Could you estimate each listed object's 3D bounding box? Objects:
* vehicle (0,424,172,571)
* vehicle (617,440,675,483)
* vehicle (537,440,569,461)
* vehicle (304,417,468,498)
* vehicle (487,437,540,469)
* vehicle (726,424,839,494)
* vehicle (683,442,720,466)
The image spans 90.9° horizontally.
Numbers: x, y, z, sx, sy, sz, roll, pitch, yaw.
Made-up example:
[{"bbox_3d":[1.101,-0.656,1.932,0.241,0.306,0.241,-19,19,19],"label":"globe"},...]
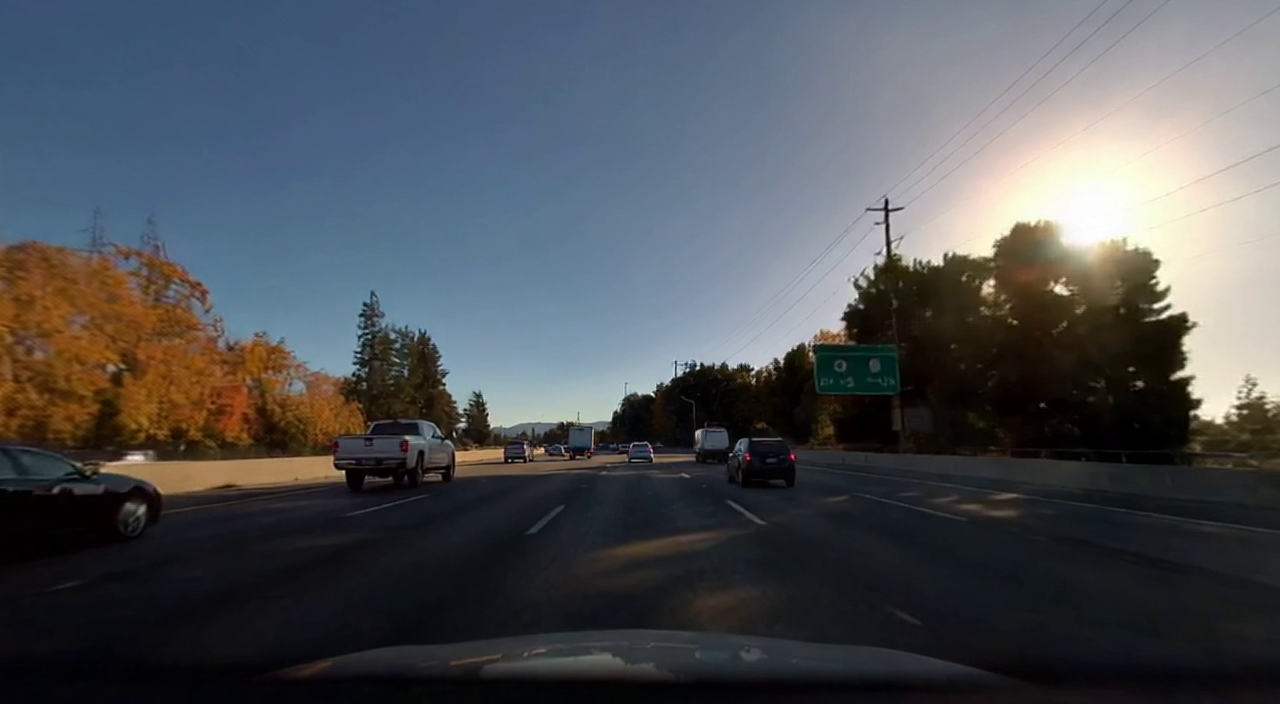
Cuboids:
[{"bbox_3d":[-7.498,1.502,6.525,1.911,1.479,4.312,0,-9,1],"label":"vehicle"},{"bbox_3d":[0.203,4.014,23.476,1.966,1.444,3.986,0,-9,0],"label":"vehicle"},{"bbox_3d":[-6.853,7.799,49.890,1.907,1.586,3.870,0,-9,1],"label":"vehicle"},{"bbox_3d":[-6.975,2.998,18.258,2.269,1.936,5.777,0,-9,1],"label":"vehicle"},{"bbox_3d":[-6.965,5.613,35.138,1.978,1.680,4.263,0,-9,1],"label":"vehicle"},{"bbox_3d":[4.028,3.125,18.727,2.195,1.778,4.455,0,-9,-1],"label":"vehicle"},{"bbox_3d":[3.847,6.445,39.983,1.895,1.429,3.908,0,-9,-1],"label":"vehicle"}]
